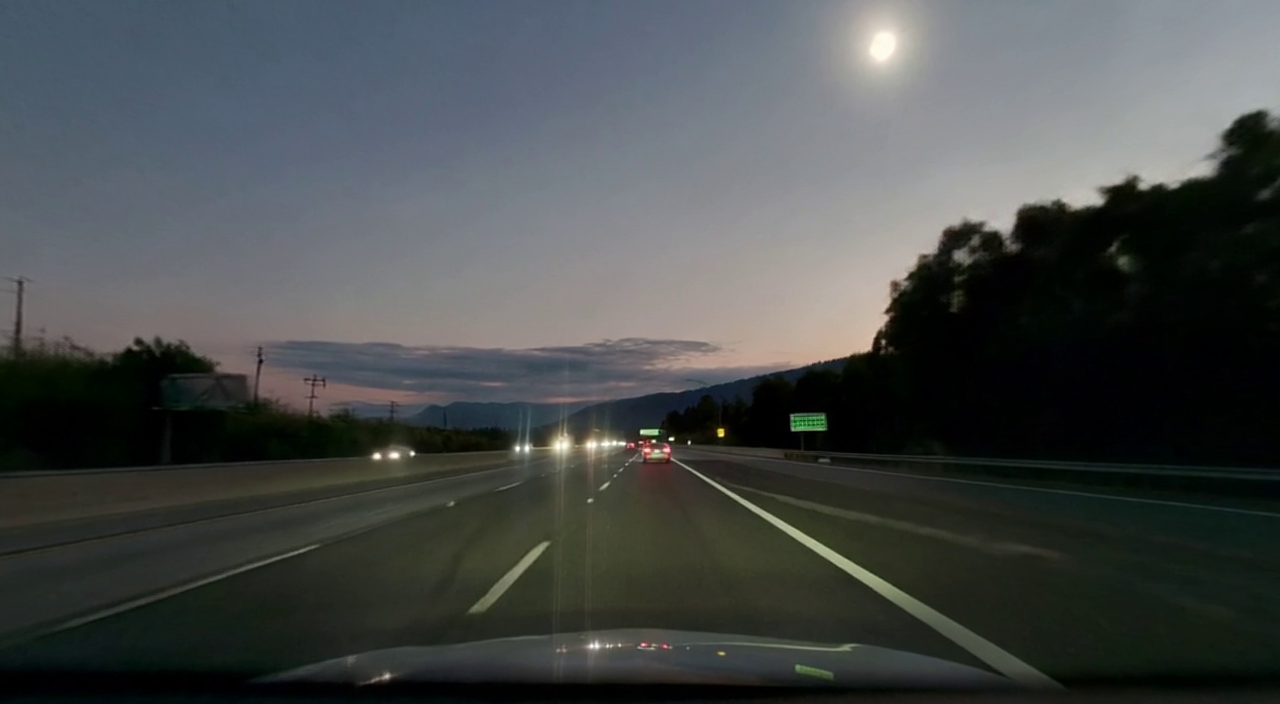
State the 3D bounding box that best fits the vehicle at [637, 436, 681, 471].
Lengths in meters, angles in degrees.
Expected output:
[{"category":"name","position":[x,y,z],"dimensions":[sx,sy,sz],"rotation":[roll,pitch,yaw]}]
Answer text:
[{"category":"vehicle","position":[0.965,5.533,34.665],"dimensions":[2.260,1.766,4.348],"rotation":[0,-8,0]}]
